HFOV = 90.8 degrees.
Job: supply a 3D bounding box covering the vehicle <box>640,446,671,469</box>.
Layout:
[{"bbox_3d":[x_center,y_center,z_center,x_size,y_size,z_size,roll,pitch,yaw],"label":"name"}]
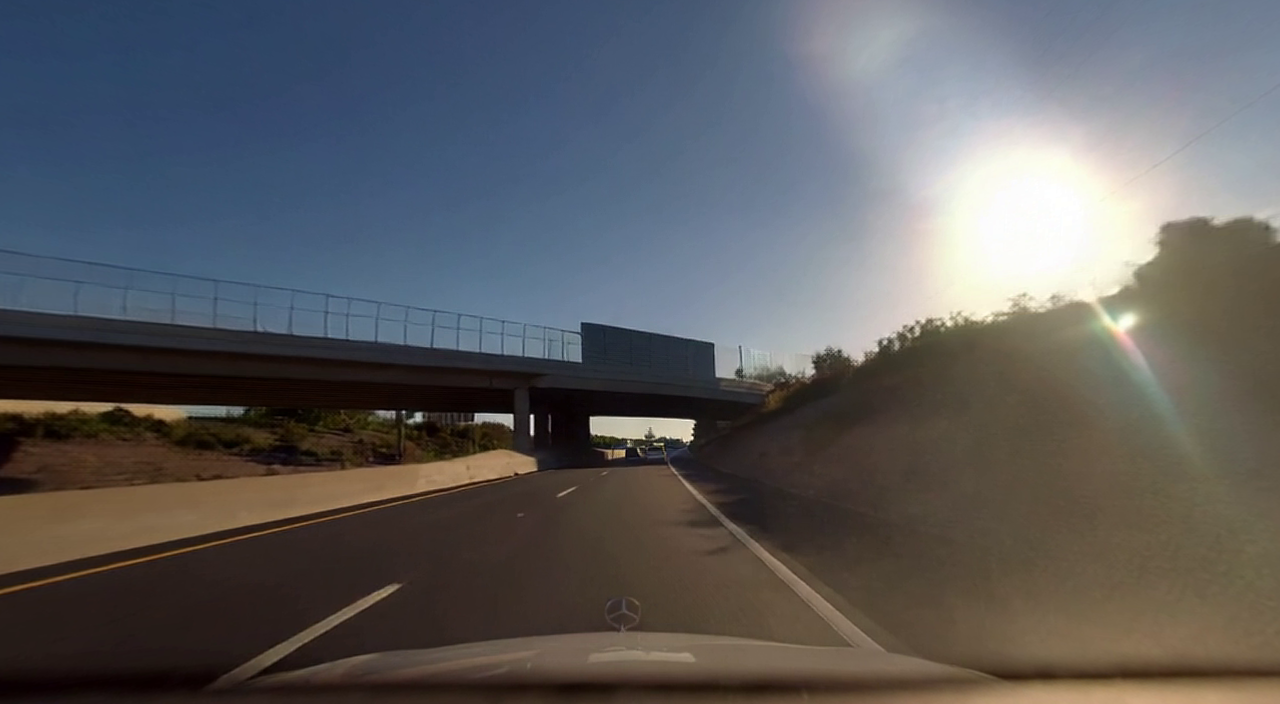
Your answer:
[{"bbox_3d":[1.205,7.862,47.220,2.221,1.603,4.149,-1,-9,2],"label":"vehicle"}]
